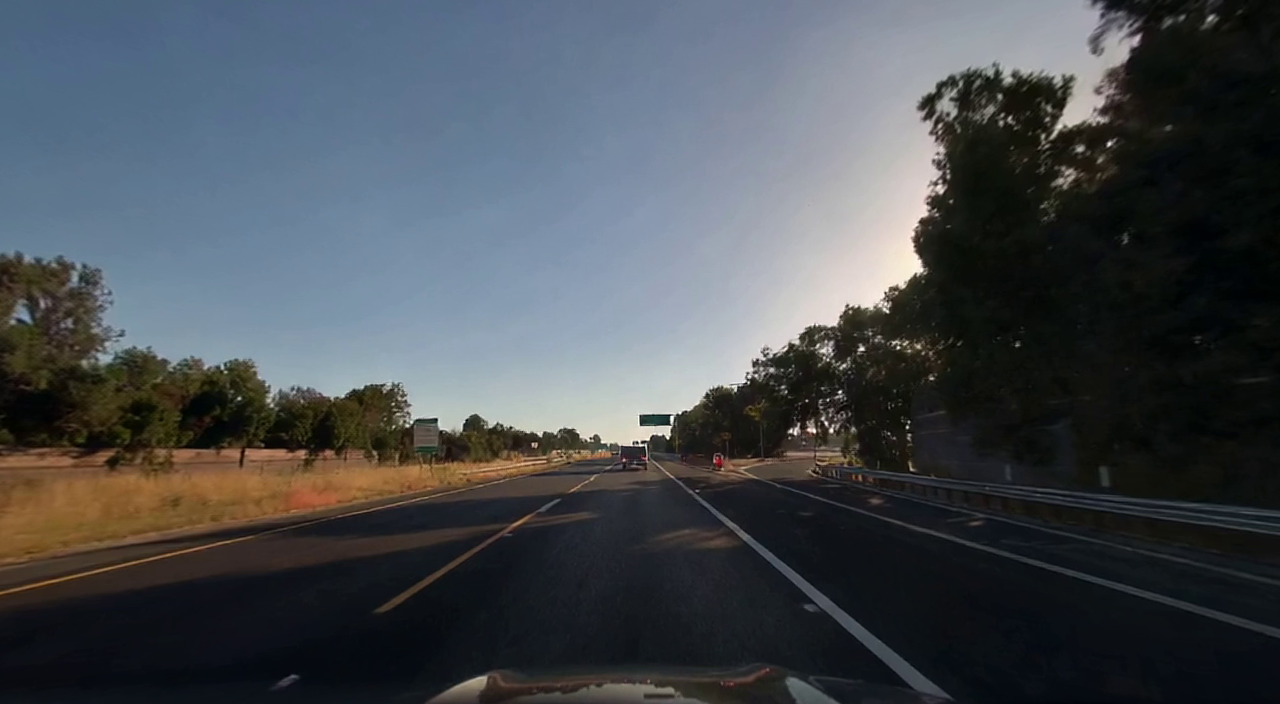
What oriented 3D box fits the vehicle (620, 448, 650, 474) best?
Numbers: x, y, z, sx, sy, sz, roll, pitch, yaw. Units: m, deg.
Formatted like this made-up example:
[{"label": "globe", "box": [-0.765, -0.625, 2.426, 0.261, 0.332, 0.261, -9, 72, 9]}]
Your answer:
[{"label": "vehicle", "box": [-0.264, 6.341, 36.810, 1.695, 1.437, 3.506, 0, -9, 1]}]
